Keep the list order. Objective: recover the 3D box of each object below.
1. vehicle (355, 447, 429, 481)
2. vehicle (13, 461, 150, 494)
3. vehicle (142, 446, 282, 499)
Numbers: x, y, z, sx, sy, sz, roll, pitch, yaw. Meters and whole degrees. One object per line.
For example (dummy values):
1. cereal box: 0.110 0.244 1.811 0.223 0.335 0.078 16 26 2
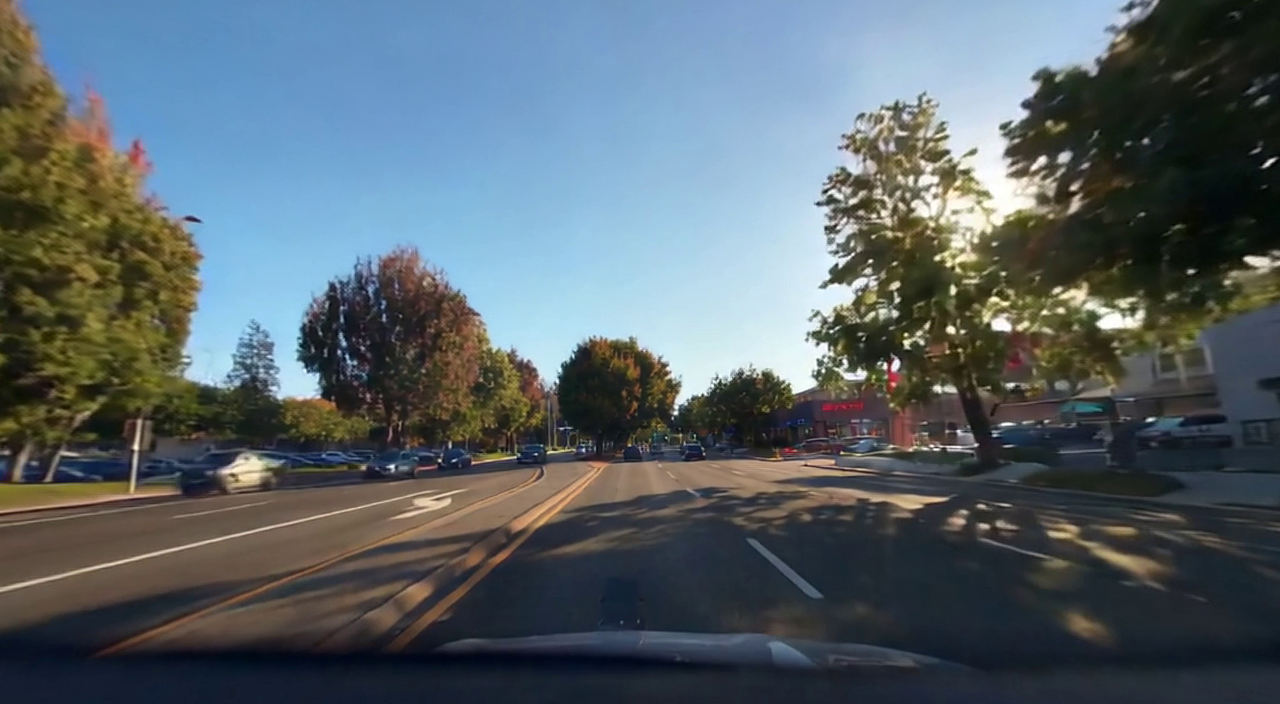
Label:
1. vehicle: -11.931 5.405 30.734 1.866 1.518 4.240 0 -9 0
2. vehicle: -28.242 6.325 32.181 4.766 1.489 2.092 5 -10 -27
3. vehicle: -15.525 4.359 23.291 2.060 1.748 4.384 0 -9 0
